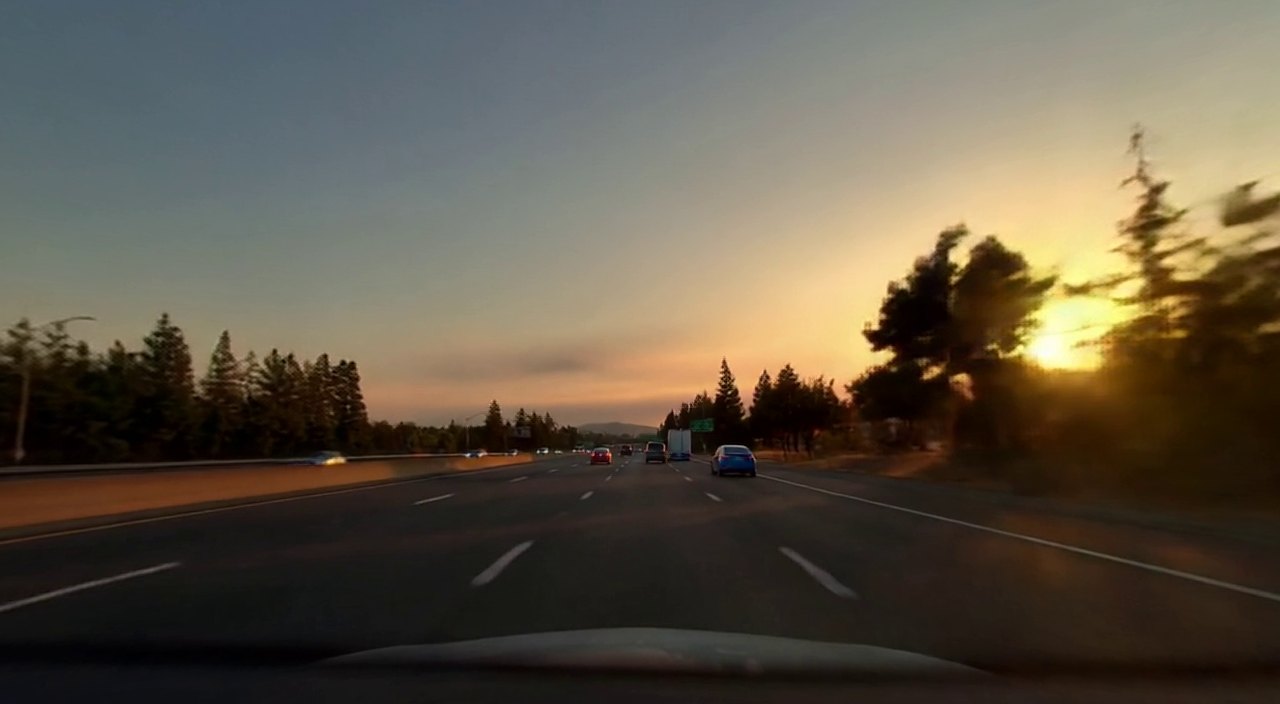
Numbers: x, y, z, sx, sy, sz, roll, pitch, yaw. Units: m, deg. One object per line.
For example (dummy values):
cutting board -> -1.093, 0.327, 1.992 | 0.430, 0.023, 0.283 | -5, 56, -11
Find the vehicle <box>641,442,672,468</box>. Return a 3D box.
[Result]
vehicle -> 1.153, 7.533, 46.102 | 2.205, 1.785, 4.423 | 0, -9, 0

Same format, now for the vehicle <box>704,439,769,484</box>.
vehicle -> 4.017, 4.646, 26.989 | 2.082, 1.720, 4.393 | 0, -9, 0
